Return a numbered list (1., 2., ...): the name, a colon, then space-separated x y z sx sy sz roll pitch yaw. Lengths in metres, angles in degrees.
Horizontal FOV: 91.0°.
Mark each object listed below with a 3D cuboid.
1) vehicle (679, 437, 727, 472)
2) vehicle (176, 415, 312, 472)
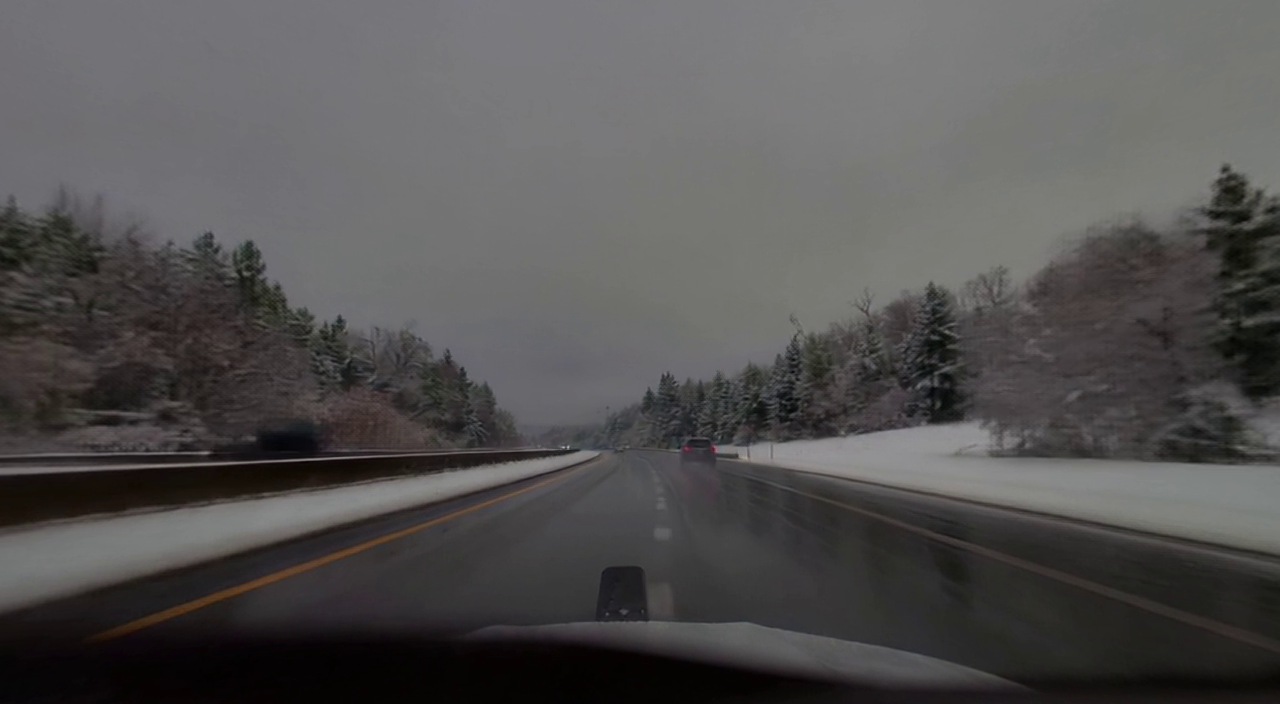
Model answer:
1. vehicle: 3.301 5.431 33.676 2.079 1.729 4.380 0 -8 0
2. vehicle: -14.775 3.464 23.889 2.054 1.939 4.675 0 -8 1
